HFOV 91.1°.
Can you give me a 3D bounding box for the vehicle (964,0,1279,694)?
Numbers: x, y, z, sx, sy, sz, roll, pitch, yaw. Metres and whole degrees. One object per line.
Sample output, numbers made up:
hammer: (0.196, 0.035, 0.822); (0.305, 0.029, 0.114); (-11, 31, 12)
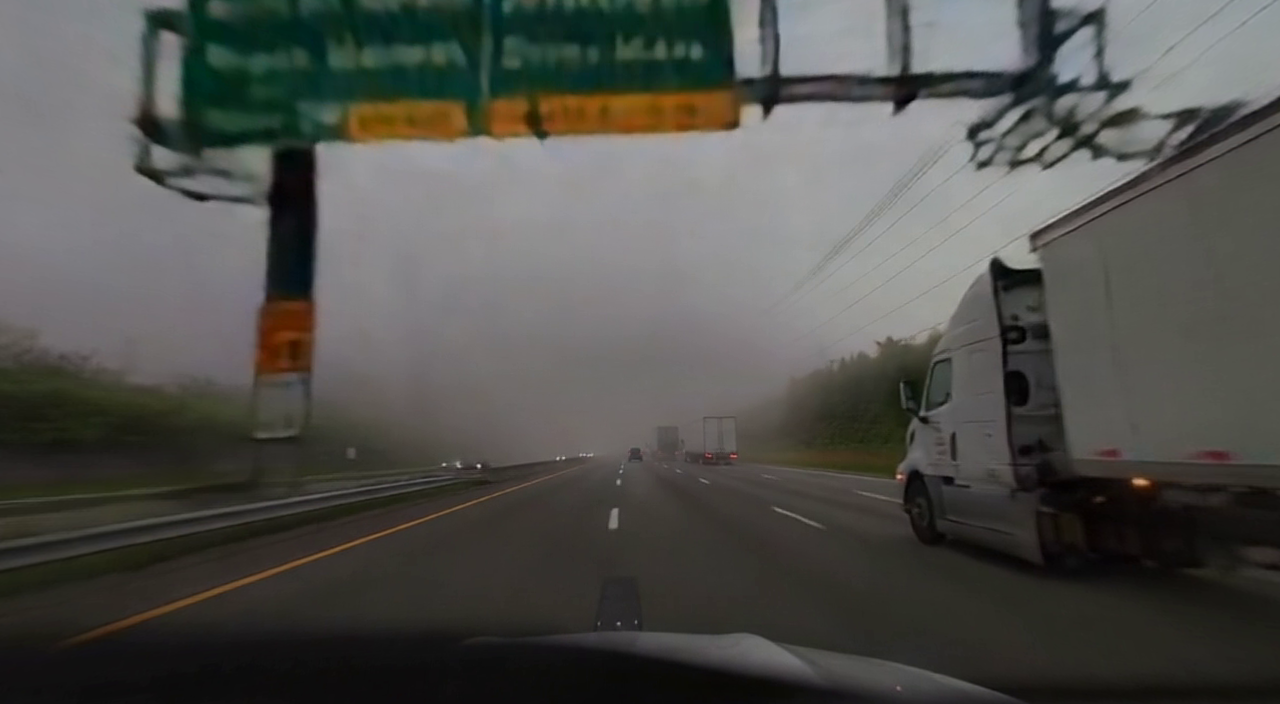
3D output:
vehicle: (5.111, -0.365, 2.057); (2.869, 4.048, 8.895); (0, -9, -3)
